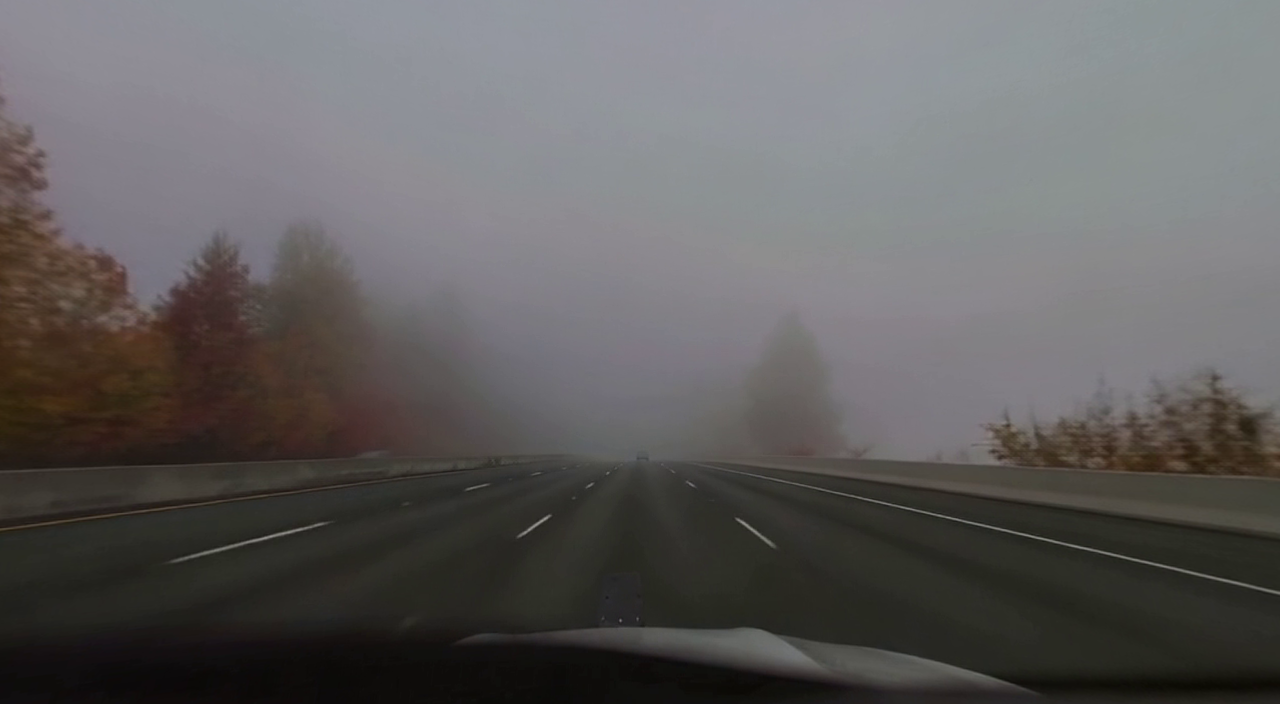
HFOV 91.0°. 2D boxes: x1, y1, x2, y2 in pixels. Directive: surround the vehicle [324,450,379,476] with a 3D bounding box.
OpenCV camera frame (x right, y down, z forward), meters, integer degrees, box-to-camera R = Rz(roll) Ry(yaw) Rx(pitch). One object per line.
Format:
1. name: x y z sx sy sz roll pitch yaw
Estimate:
1. vehicle: -17.668 6.774 38.691 1.611 1.456 3.621 0 -9 1
